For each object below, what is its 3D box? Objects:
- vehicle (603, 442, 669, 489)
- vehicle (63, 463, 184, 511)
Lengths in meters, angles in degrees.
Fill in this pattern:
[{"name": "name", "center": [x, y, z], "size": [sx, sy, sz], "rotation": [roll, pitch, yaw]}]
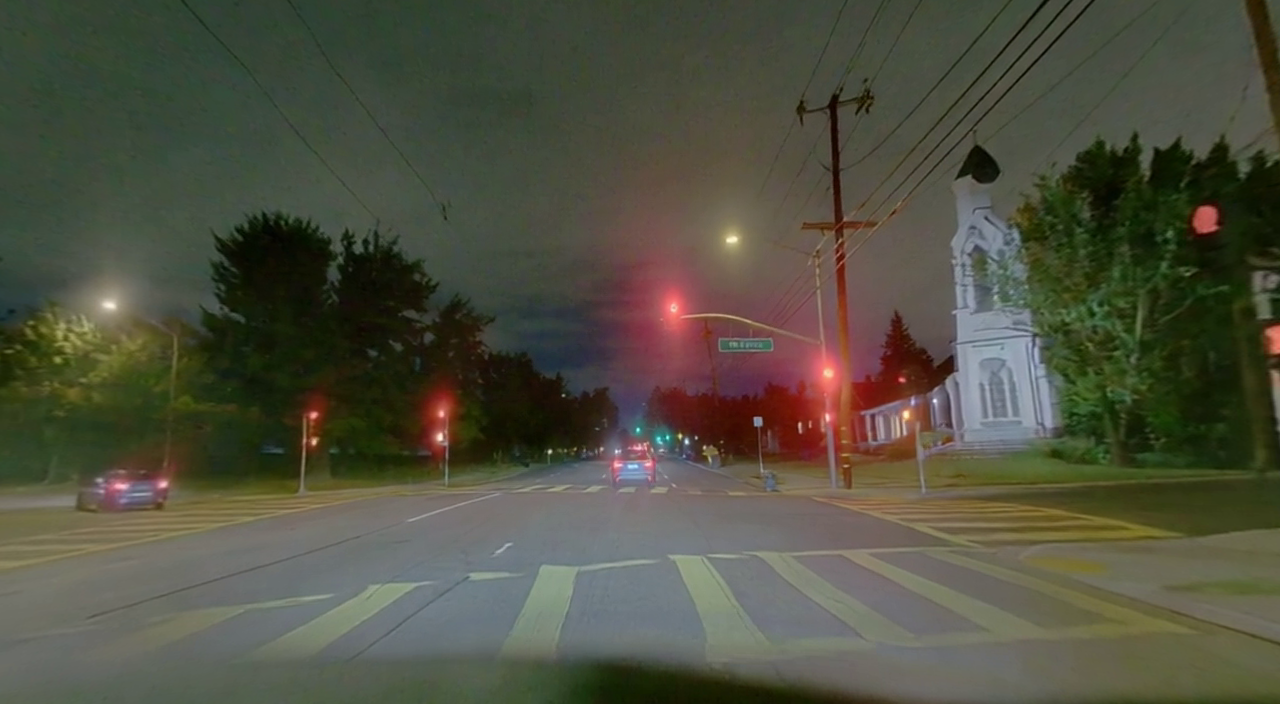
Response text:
[{"name": "vehicle", "center": [-0.148, 3.907, 22.041], "size": [2.093, 1.497, 4.010], "rotation": [0, -8, -1]}, {"name": "vehicle", "center": [-18.861, 4.862, 22.989], "size": [3.578, 1.488, 1.930], "rotation": [-4, -9, 25]}]
